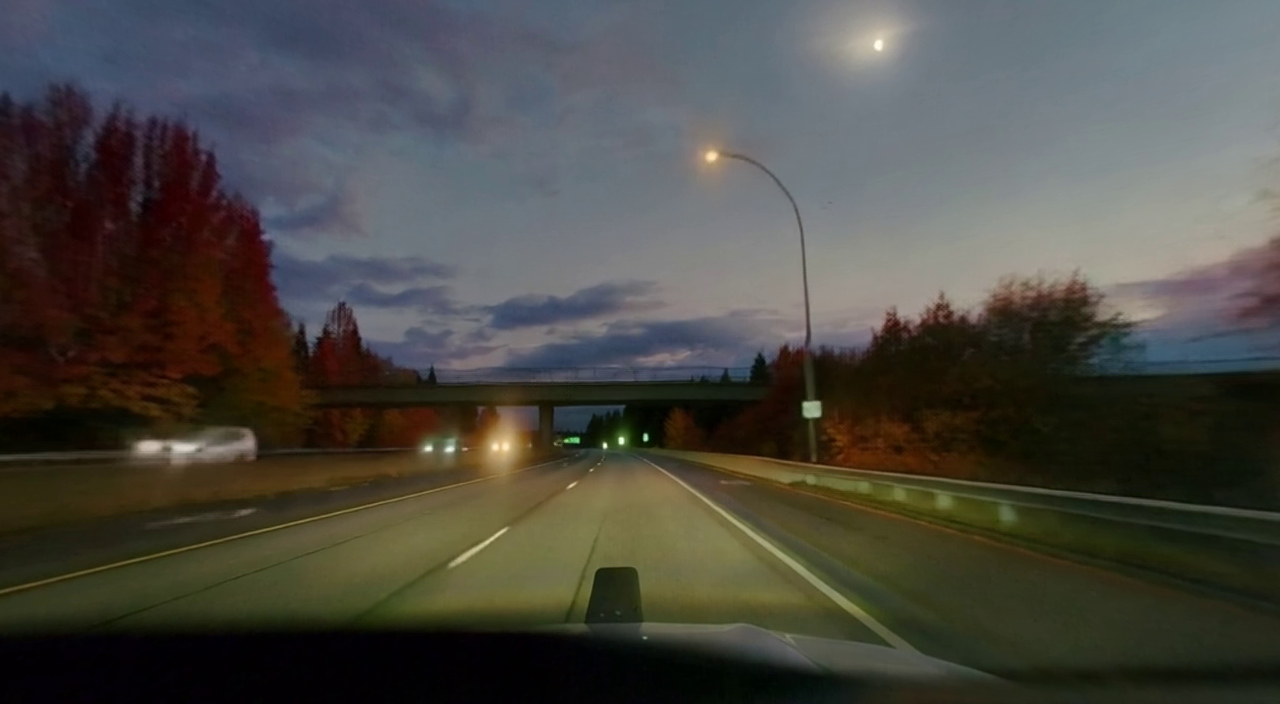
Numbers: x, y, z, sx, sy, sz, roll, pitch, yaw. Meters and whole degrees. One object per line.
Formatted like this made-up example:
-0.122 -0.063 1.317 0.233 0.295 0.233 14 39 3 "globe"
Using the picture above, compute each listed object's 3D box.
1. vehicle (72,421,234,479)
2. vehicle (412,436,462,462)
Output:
-17.264 3.524 22.629 1.955 1.814 4.823 0 -9 -1 "vehicle"
-13.836 6.651 42.944 2.017 1.626 4.284 0 -9 -1 "vehicle"
